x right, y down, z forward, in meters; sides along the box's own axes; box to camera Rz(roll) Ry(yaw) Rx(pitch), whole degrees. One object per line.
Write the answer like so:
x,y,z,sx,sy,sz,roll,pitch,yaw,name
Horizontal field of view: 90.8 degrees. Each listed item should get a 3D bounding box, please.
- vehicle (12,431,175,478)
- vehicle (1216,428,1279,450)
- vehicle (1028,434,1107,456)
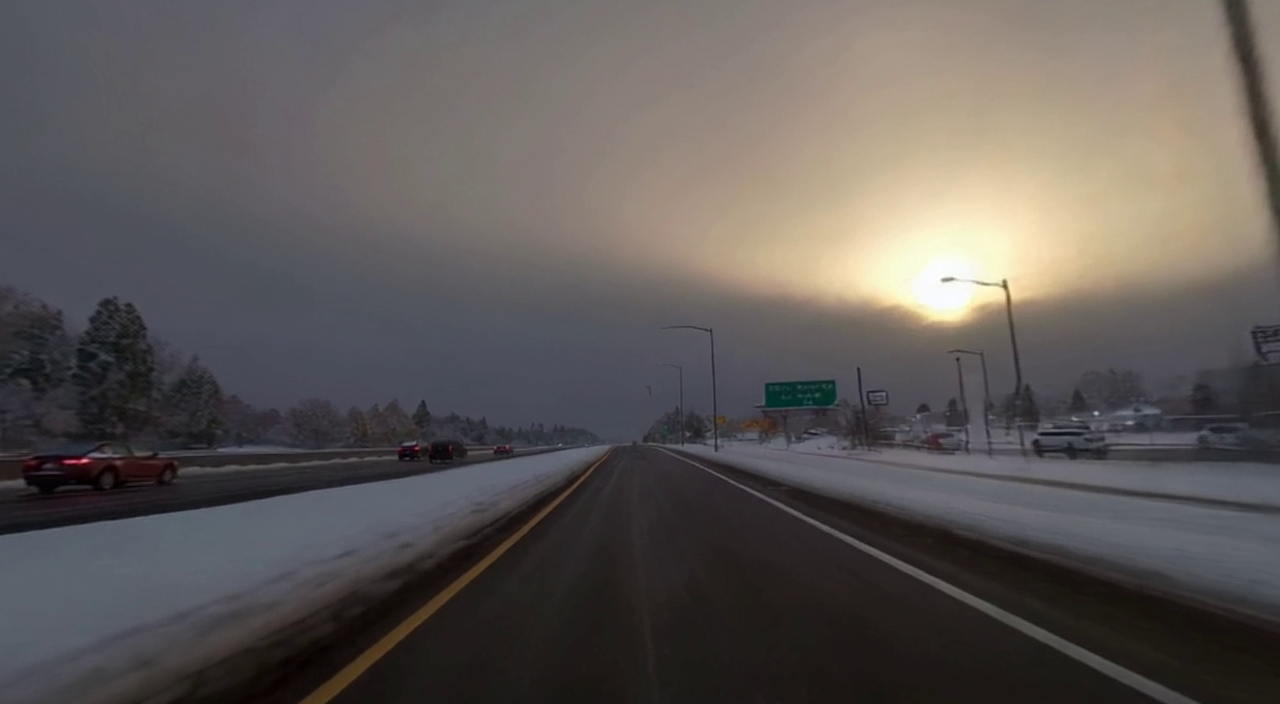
-19.677,3.710,23.094,2.068,1.518,4.438,0,-8,-2,vehicle
46.534,6.552,47.591,1.785,1.507,4.321,-1,-7,-9,vehicle
30.213,6.568,44.746,4.141,1.505,1.972,0,-8,3,vehicle
